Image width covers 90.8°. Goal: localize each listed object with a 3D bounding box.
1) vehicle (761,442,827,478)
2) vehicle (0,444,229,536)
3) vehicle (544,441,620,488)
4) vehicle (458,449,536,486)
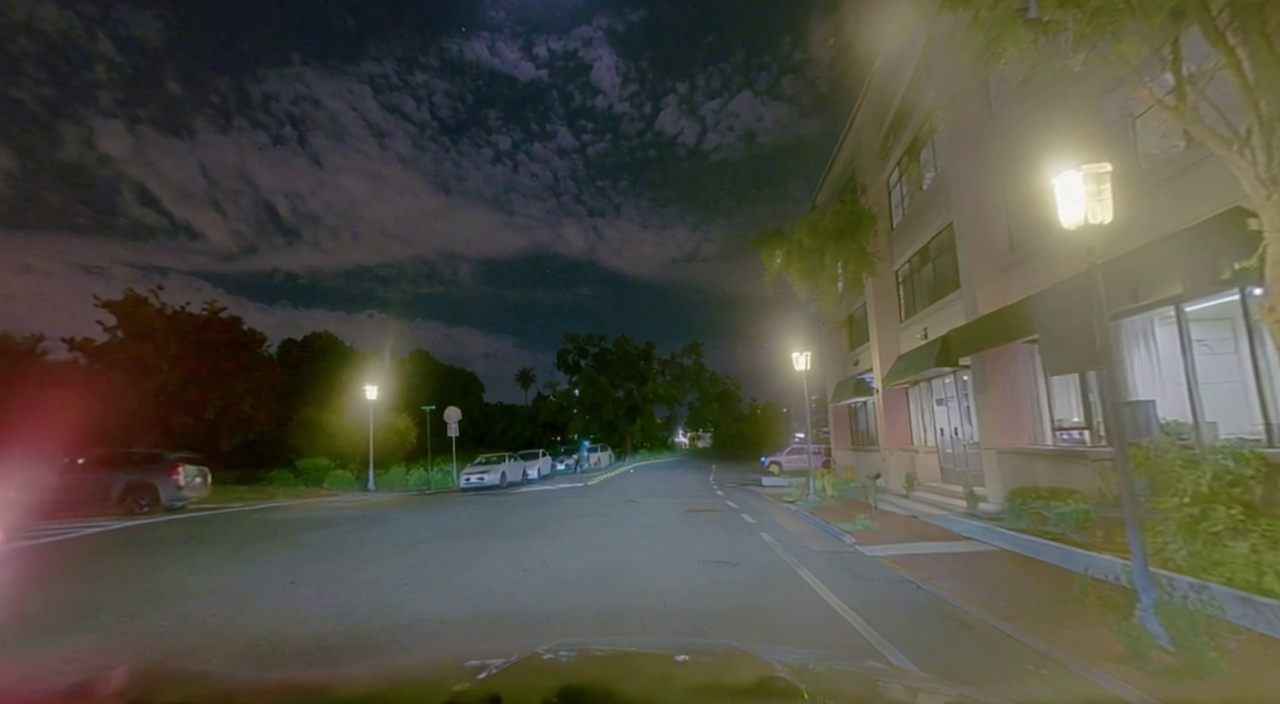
[{"bbox_3d":[6.706,4.744,28.014,1.918,1.461,4.419,0,-9,1],"label":"vehicle"},{"bbox_3d":[-10.947,2.663,12.530,4.106,1.620,2.065,0,-9,1],"label":"vehicle"},{"bbox_3d":[-2.138,4.357,24.757,2.110,1.651,4.410,-1,-9,7],"label":"vehicle"},{"bbox_3d":[-6.056,4.949,27.409,1.968,1.443,4.358,-1,-9,6],"label":"vehicle"}]
